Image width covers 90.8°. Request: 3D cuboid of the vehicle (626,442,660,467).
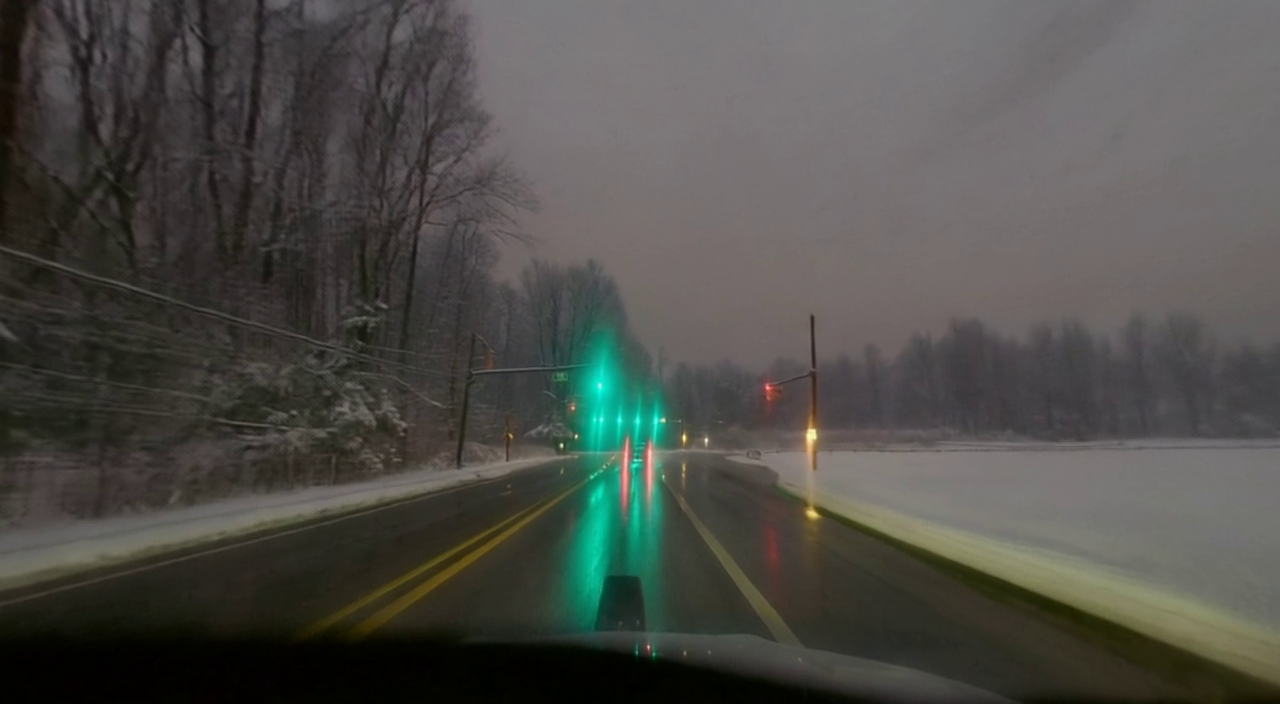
[{"bbox_3d":[0.229,6.593,40.628,2.042,1.489,3.963,-1,-9,1],"label":"vehicle"}]
